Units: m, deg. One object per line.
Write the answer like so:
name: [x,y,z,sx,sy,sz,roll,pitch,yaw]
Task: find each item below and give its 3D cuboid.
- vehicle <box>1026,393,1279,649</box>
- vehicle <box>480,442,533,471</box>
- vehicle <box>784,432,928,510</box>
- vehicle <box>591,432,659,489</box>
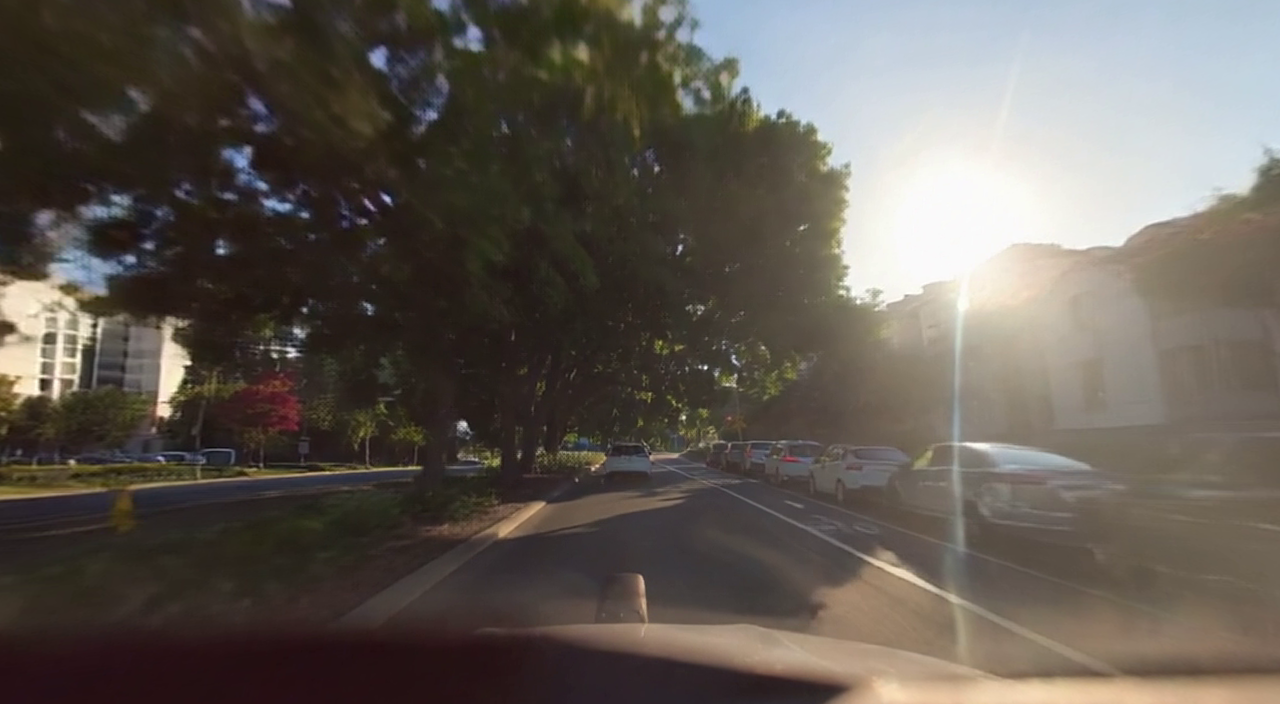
vehicle: [5.690,1.250,4.839,2.233,1.811,4.922,0,-9,-1]
vehicle: [-7.359,5.798,35.295,2.105,1.474,4.808,0,-8,-3]
vehicle: [5.367,3.007,16.467,2.018,1.708,4.541,0,-9,-2]
vehicle: [-0.507,3.626,21.417,2.070,1.698,3.925,0,-8,-1]
